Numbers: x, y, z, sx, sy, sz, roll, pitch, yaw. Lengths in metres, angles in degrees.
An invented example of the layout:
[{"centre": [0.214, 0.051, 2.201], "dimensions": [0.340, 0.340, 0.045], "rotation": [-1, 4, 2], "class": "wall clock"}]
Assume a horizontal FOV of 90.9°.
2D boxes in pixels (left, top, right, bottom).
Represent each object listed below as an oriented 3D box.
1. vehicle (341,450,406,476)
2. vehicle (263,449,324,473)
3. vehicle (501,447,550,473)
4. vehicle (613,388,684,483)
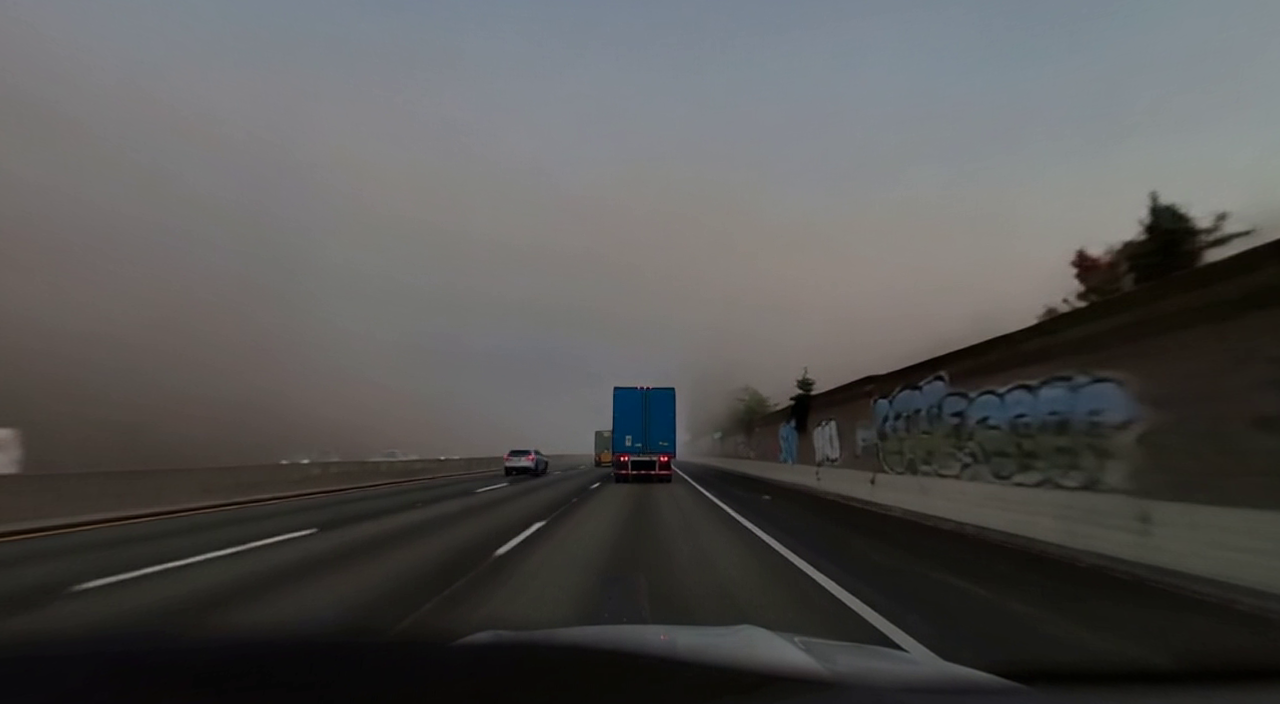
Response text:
[{"centre": [-16.465, 6.849, 39.237], "dimensions": [1.876, 1.520, 4.773], "rotation": [0, -9, 1], "class": "vehicle"}, {"centre": [-24.258, 7.612, 44.231], "dimensions": [1.874, 1.538, 4.045], "rotation": [0, -9, 2], "class": "vehicle"}, {"centre": [-7.093, 6.749, 39.607], "dimensions": [1.998, 1.529, 4.850], "rotation": [0, -9, 2], "class": "vehicle"}, {"centre": [0.416, 4.383, 32.471], "dimensions": [2.997, 4.069, 10.871], "rotation": [0, -9, 1], "class": "vehicle"}]
